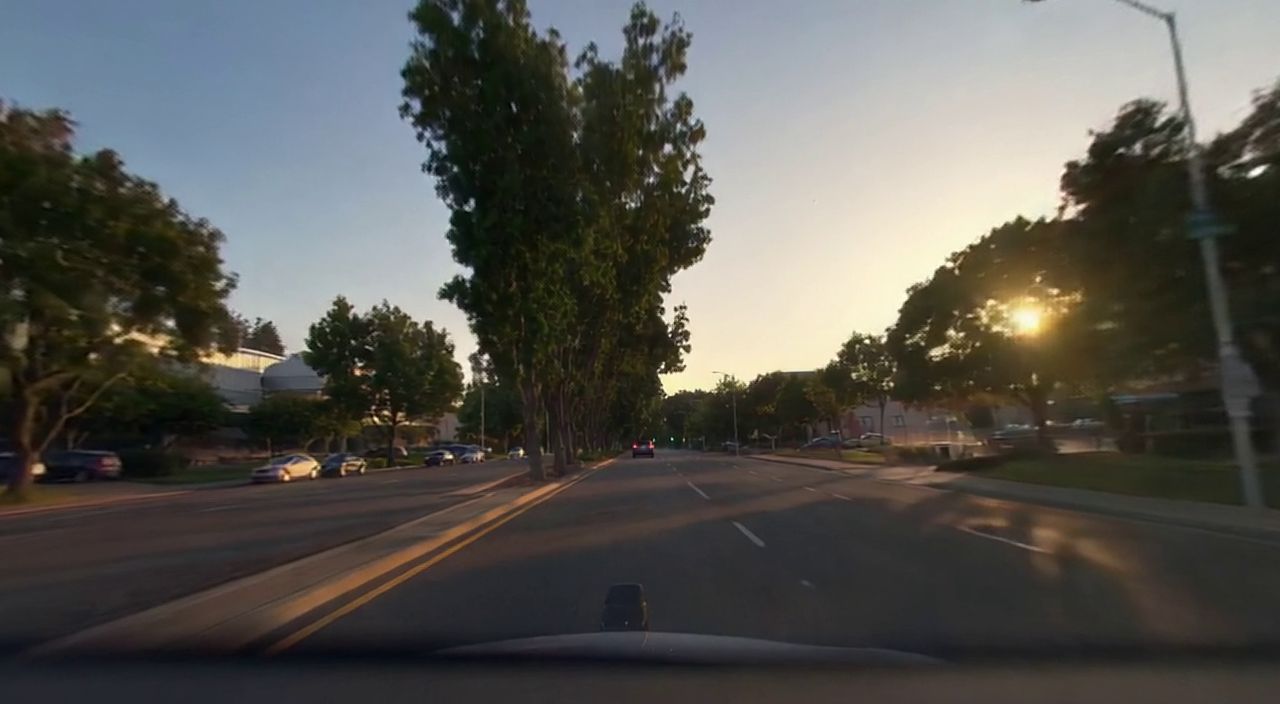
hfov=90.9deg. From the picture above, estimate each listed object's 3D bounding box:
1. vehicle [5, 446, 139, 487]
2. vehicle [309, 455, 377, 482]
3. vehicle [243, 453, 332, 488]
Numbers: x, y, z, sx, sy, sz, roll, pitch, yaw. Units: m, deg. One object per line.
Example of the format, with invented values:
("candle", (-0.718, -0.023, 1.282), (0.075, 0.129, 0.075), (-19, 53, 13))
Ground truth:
("vehicle", (-26.764, 5.378, 29.834), (4.261, 1.781, 1.985), (0, -8, -4))
("vehicle", (-18.631, 7.281, 39.772), (1.861, 1.499, 4.535), (-1, -8, 3))
("vehicle", (-18.923, 6.347, 34.124), (1.959, 1.682, 4.628), (-1, -8, 2))
